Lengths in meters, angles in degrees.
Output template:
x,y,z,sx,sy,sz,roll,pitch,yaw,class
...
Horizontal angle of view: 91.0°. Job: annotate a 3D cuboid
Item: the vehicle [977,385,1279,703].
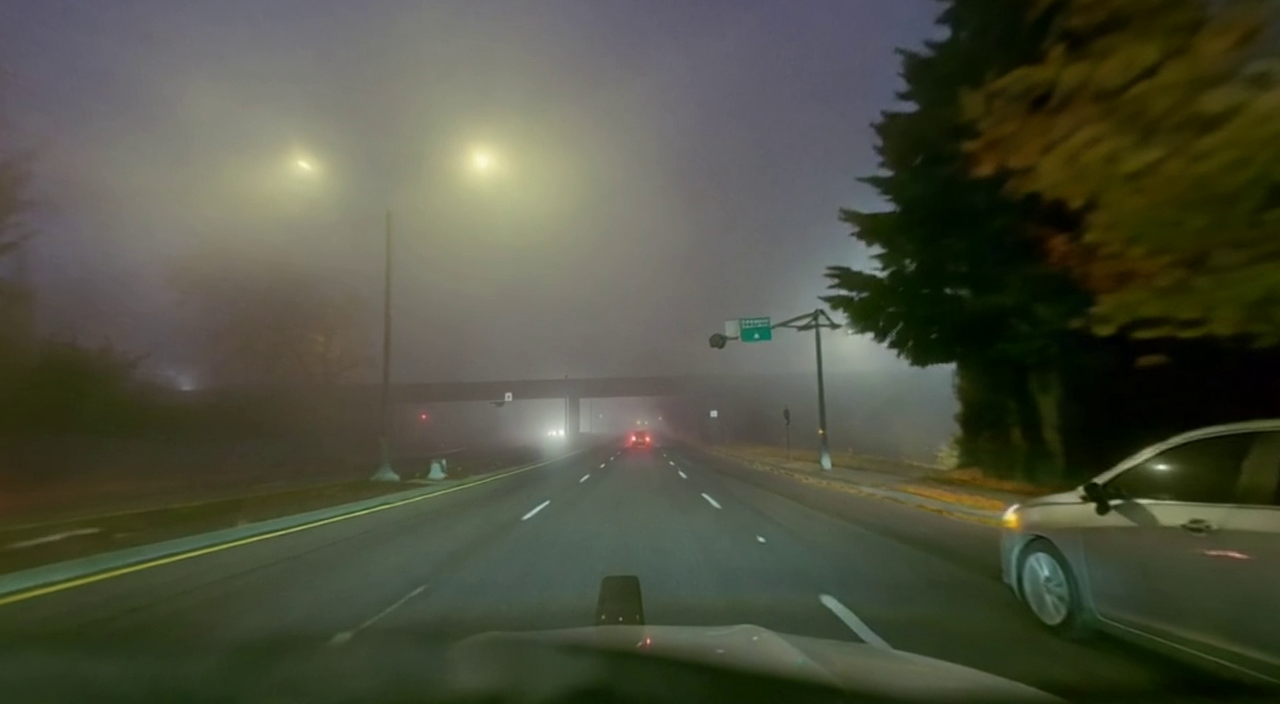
x,y,z,sx,sy,sz,roll,pitch,yaw,class
3.623,0.907,2.548,2.063,1.542,4.420,0,-9,0,vehicle
